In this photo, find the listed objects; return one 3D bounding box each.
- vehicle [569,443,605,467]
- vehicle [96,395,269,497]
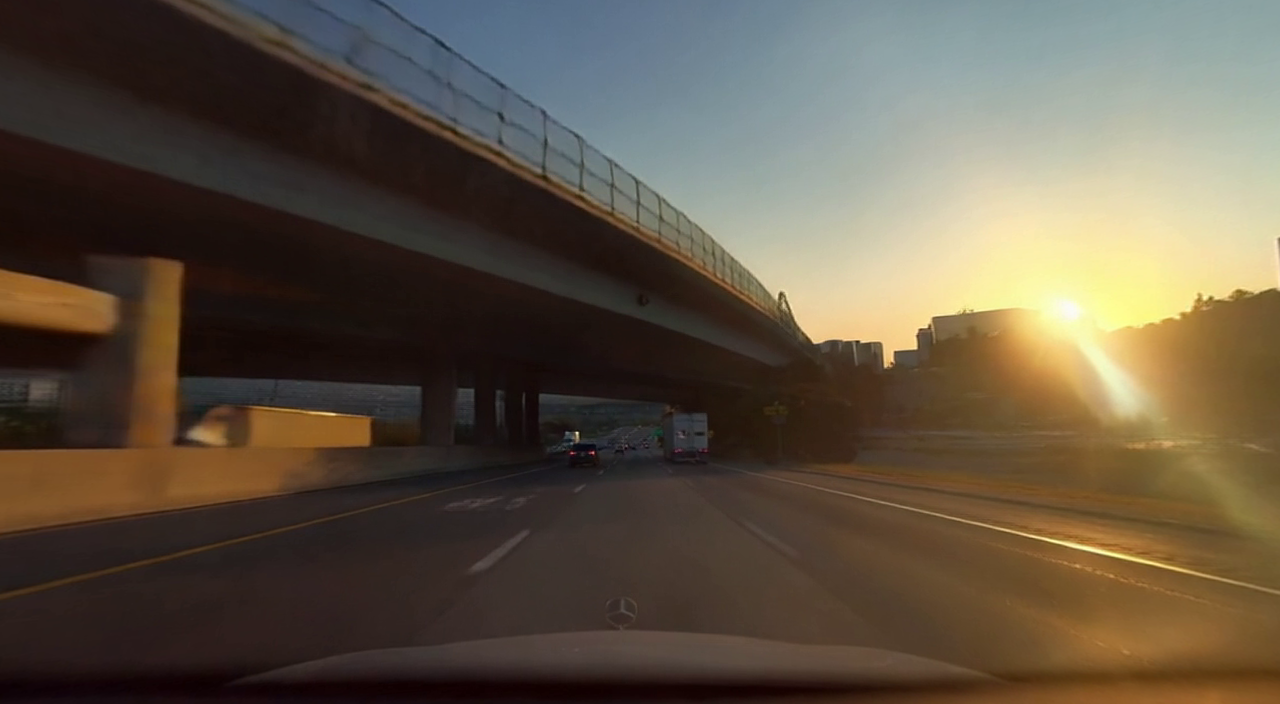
[{"bbox_3d":[-3.598,7.060,43.309,2.100,1.525,4.179,0,-9,0],"label":"vehicle"},{"bbox_3d":[-19.979,4.185,28.043,3.041,4.017,5.863,0,-9,0],"label":"vehicle"}]
